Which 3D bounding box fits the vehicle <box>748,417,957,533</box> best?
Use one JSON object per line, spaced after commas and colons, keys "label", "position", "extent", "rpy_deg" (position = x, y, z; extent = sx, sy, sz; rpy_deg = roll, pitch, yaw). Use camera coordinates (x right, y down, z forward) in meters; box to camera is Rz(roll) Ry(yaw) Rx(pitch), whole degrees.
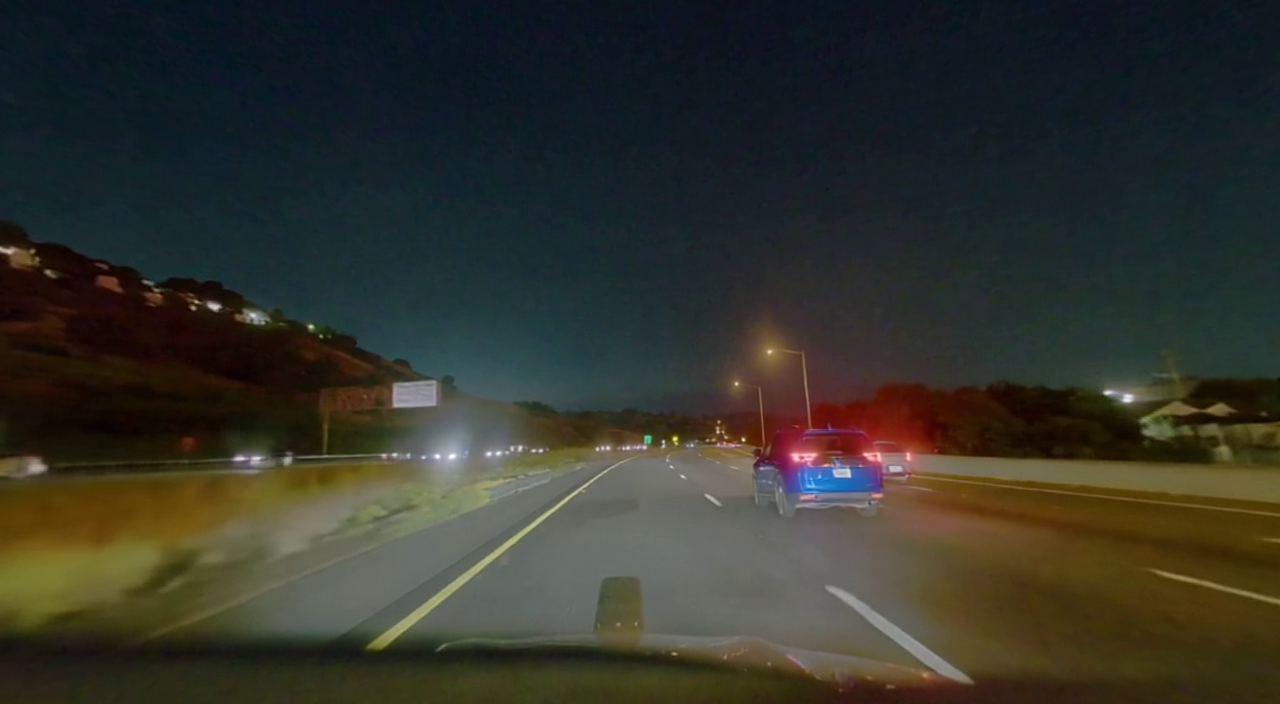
{"label": "vehicle", "position": [3.677, 2.245, 12.061], "extent": [2.318, 1.766, 4.587], "rpy_deg": [0, -9, -1]}

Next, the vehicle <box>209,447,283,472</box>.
{"label": "vehicle", "position": [-28.051, 7.624, 45.009], "extent": [2.026, 1.649, 4.651], "rpy_deg": [-1, -9, 5]}
